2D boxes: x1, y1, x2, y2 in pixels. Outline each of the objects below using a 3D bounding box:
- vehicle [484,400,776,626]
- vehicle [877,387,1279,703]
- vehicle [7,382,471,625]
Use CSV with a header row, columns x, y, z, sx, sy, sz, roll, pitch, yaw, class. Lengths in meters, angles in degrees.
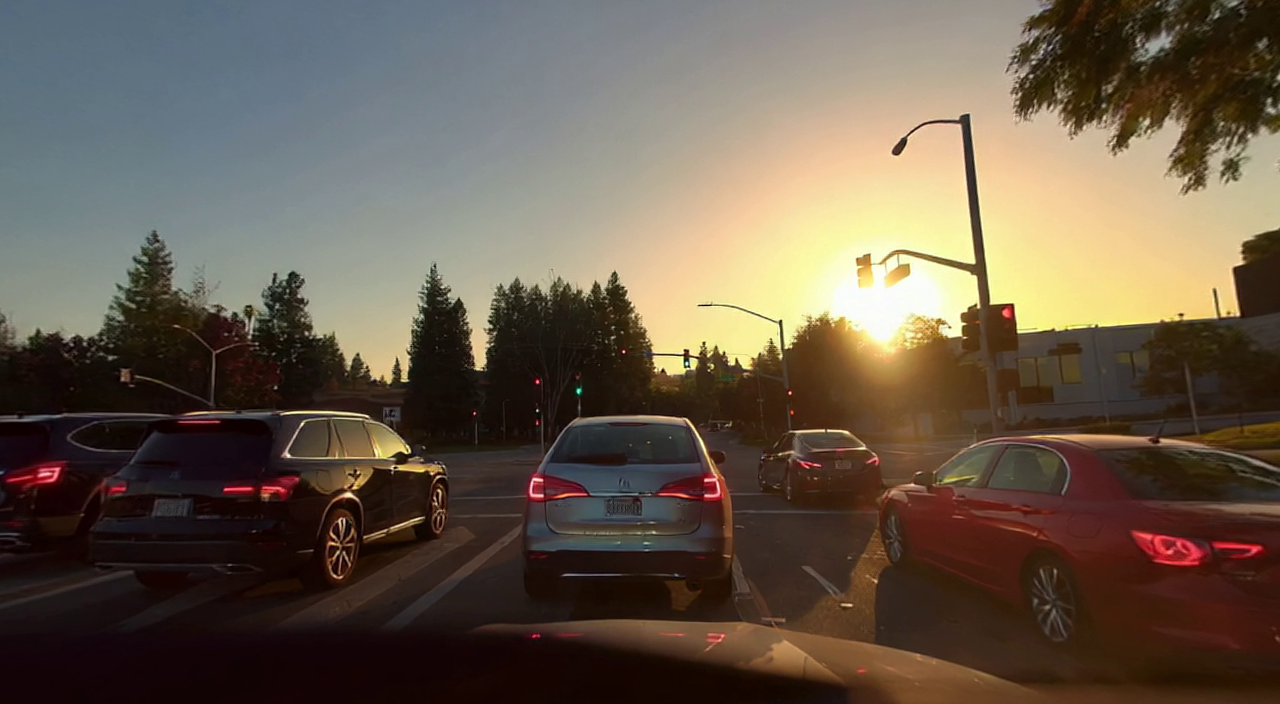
x,y,z,sx,sy,sz,roll,pitch,yaw,class
-0.051,1.398,6.306,2.047,1.579,3.642,0,-8,1,vehicle
3.591,1.201,4.604,2.010,1.486,4.498,0,-8,1,vehicle
-3.554,1.423,6.855,2.014,1.755,4.360,0,-8,3,vehicle
